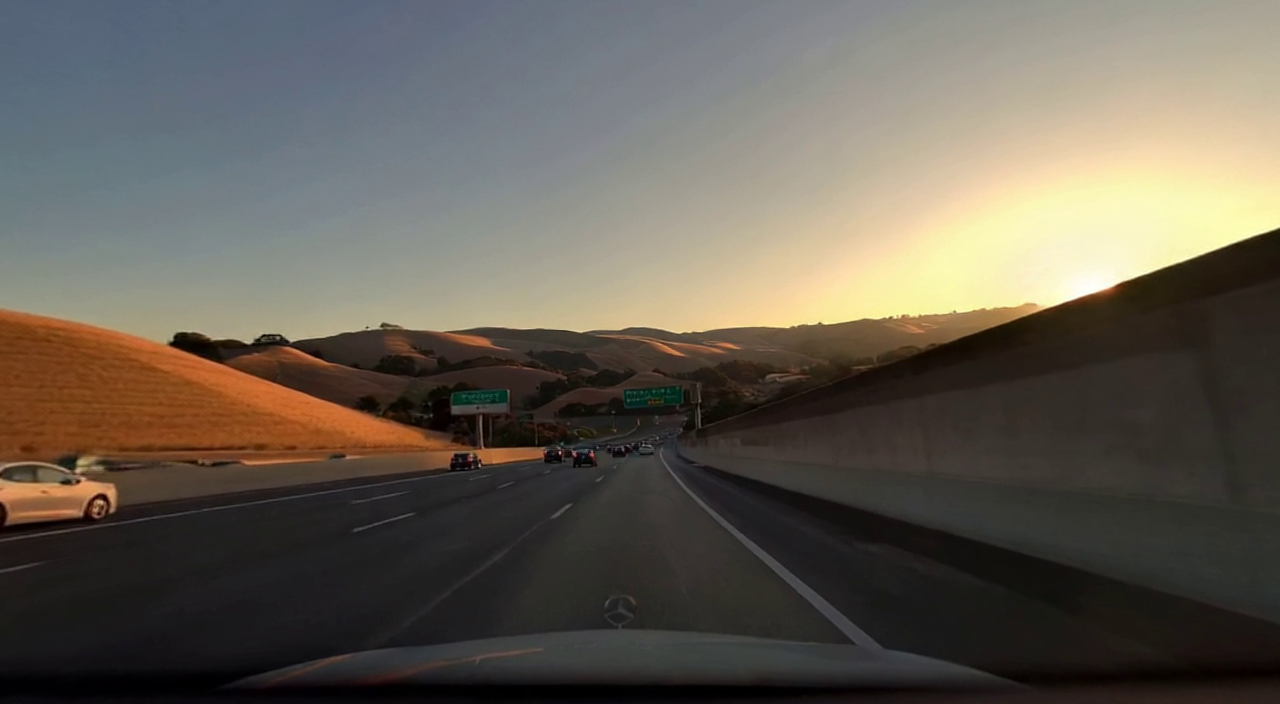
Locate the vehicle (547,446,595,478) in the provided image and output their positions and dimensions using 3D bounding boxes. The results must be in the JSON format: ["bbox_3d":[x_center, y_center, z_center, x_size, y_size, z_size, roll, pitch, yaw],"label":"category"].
[{"bbox_3d":[-3.455,5.616,32.357,1.931,1.492,4.076,-1,-9,1],"label":"vehicle"}]

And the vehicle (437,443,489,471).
[{"bbox_3d":[-12.002,7.197,43.260,2.076,1.766,4.831,-1,-9,1],"label":"vehicle"}]

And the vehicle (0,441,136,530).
[{"bbox_3d":[-12.889,2.599,12.451,2.035,1.630,4.527,-1,-9,1],"label":"vehicle"}]
